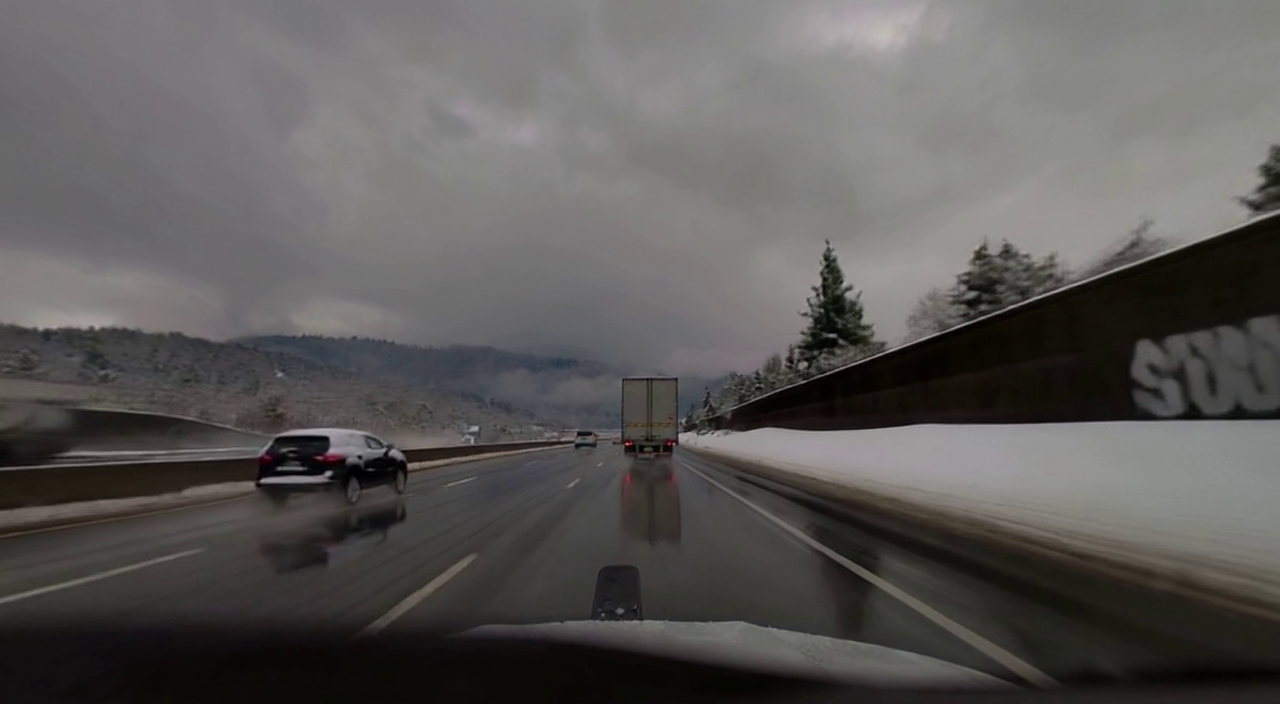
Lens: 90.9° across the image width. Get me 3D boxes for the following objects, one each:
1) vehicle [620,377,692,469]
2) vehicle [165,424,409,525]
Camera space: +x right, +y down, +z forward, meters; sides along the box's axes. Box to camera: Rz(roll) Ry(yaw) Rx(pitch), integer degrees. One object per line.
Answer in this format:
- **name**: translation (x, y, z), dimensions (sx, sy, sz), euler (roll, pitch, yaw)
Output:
- **vehicle**: translation (0.511, 3.618, 31.244), dimensions (2.921, 3.765, 10.773), euler (0, -8, -1)
- **vehicle**: translation (-6.281, 2.192, 12.015), dimensions (1.982, 1.535, 4.519), euler (0, -8, 1)
